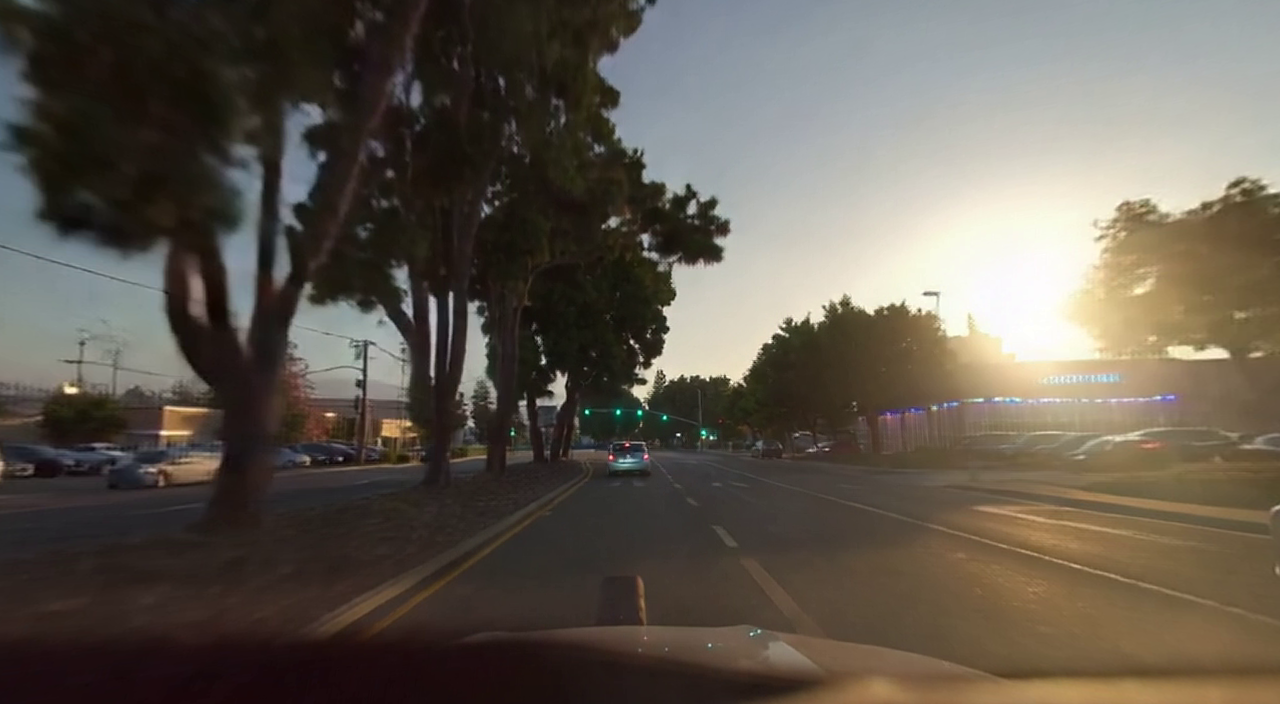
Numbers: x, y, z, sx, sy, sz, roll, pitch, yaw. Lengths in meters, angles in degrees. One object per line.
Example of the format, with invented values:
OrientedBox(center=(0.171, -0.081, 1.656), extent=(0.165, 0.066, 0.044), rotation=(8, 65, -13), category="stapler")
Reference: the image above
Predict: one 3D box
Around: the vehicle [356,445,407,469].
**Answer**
OrientedBox(center=(-19.294, 7.787, 47.288), extent=(1.896, 1.620, 4.542), rotation=(-2, -8, 0), category="vehicle")

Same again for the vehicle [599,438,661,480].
OrientedBox(center=(-0.398, 4.070, 24.325), extent=(2.185, 1.473, 3.925), rotation=(0, -8, -2), category="vehicle")

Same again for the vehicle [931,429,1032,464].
OrientedBox(center=(18.729, 5.234, 35.061), extent=(2.253, 1.771, 5.722), rotation=(0, -8, -2), category="vehicle")

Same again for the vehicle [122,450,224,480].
OrientedBox(center=(-24.771, 5.972, 33.752), extent=(1.893, 1.451, 4.809), rotation=(0, -8, -2), category="vehicle")

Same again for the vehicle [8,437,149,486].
OrientedBox(center=(-24.711, 4.811, 28.123), extent=(2.003, 1.958, 4.810), rotation=(0, -8, -4), category="vehicle")

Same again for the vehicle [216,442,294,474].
OrientedBox(center=(-24.301, 6.683, 40.104), extent=(1.985, 1.821, 4.774), rotation=(0, -8, 0), category="vehicle")

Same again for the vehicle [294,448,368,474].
OrientedBox(center=(-19.423, 6.829, 39.969), extent=(2.083, 1.481, 5.103), rotation=(0, -8, 0), category="vehicle")

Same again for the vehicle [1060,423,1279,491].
OrientedBox(center=(15.939, 3.193, 19.476), extent=(2.377, 1.783, 5.145), rotation=(0, -8, 0), category="vehicle")
